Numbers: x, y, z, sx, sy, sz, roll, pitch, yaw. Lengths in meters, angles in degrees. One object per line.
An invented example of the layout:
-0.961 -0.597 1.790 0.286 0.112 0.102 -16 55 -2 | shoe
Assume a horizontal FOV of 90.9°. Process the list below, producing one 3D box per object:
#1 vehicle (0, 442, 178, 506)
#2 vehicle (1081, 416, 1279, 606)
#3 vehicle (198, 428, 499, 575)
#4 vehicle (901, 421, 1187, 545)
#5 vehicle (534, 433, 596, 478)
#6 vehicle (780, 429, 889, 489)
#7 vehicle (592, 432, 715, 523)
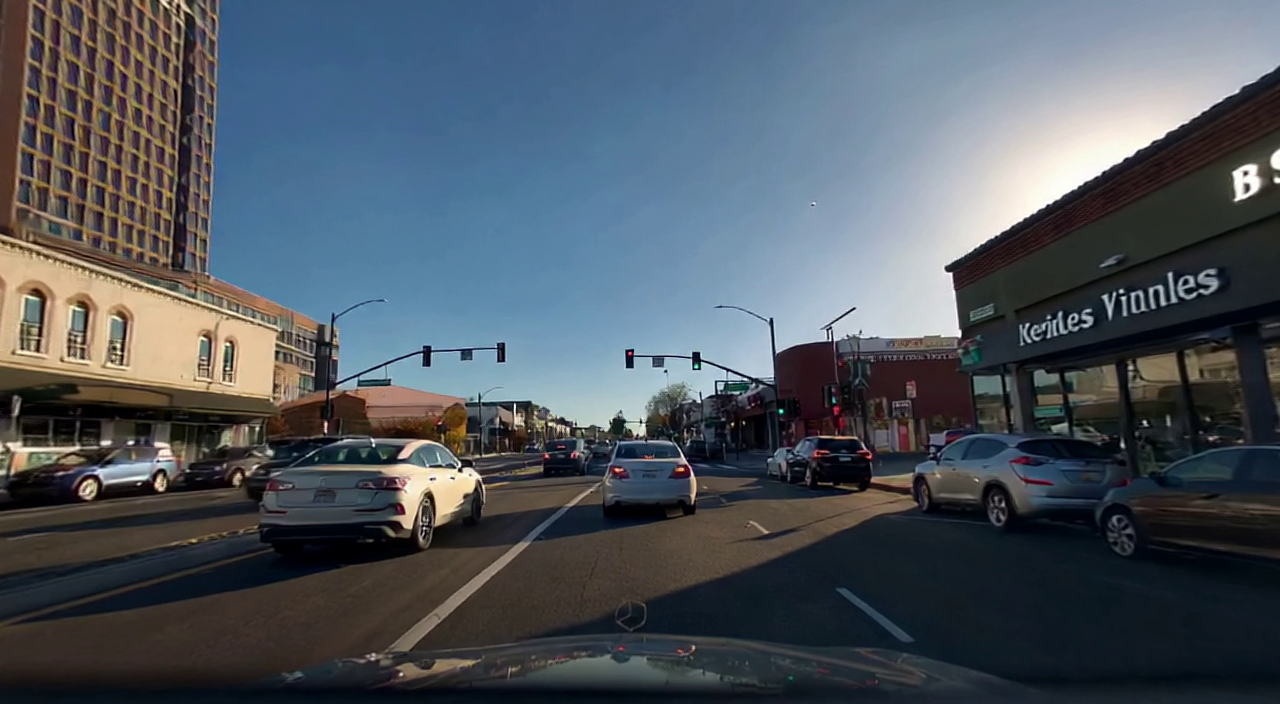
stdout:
-17.240 3.744 19.850 1.817 1.754 4.622 0 -9 0 | vehicle
6.605 1.427 5.732 1.915 1.655 4.515 0 -9 0 | vehicle
-3.417 1.821 8.506 1.950 1.450 4.257 0 -9 1 | vehicle
6.675 2.193 11.229 1.986 1.722 4.516 0 -9 -2 | vehicle
-3.055 4.329 26.584 2.007 1.736 4.185 0 -9 1 | vehicle
6.680 3.751 22.424 2.289 1.867 5.322 0 -9 1 | vehicle
0.209 2.394 12.560 2.037 1.484 4.073 0 -9 0 | vehicle
